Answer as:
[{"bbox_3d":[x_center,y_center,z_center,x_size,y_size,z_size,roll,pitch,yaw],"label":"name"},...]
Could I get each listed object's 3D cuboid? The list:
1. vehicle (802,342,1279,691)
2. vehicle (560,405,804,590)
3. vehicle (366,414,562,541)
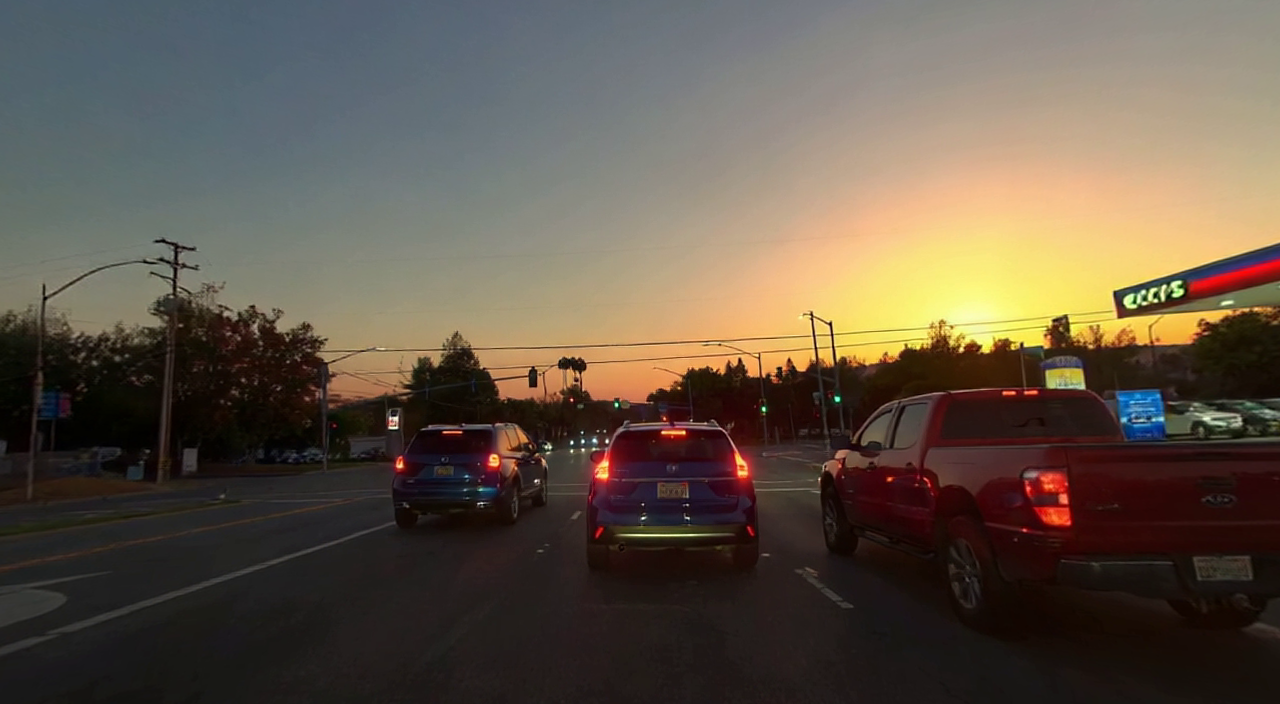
[{"bbox_3d":[3.405,1.261,6.115,2.161,1.868,5.321,0,-8,-1],"label":"vehicle"},{"bbox_3d":[0.363,1.611,7.779,2.181,1.650,4.083,0,-8,0],"label":"vehicle"},{"bbox_3d":[-2.710,2.051,10.913,2.019,1.731,4.299,0,-8,2],"label":"vehicle"}]
